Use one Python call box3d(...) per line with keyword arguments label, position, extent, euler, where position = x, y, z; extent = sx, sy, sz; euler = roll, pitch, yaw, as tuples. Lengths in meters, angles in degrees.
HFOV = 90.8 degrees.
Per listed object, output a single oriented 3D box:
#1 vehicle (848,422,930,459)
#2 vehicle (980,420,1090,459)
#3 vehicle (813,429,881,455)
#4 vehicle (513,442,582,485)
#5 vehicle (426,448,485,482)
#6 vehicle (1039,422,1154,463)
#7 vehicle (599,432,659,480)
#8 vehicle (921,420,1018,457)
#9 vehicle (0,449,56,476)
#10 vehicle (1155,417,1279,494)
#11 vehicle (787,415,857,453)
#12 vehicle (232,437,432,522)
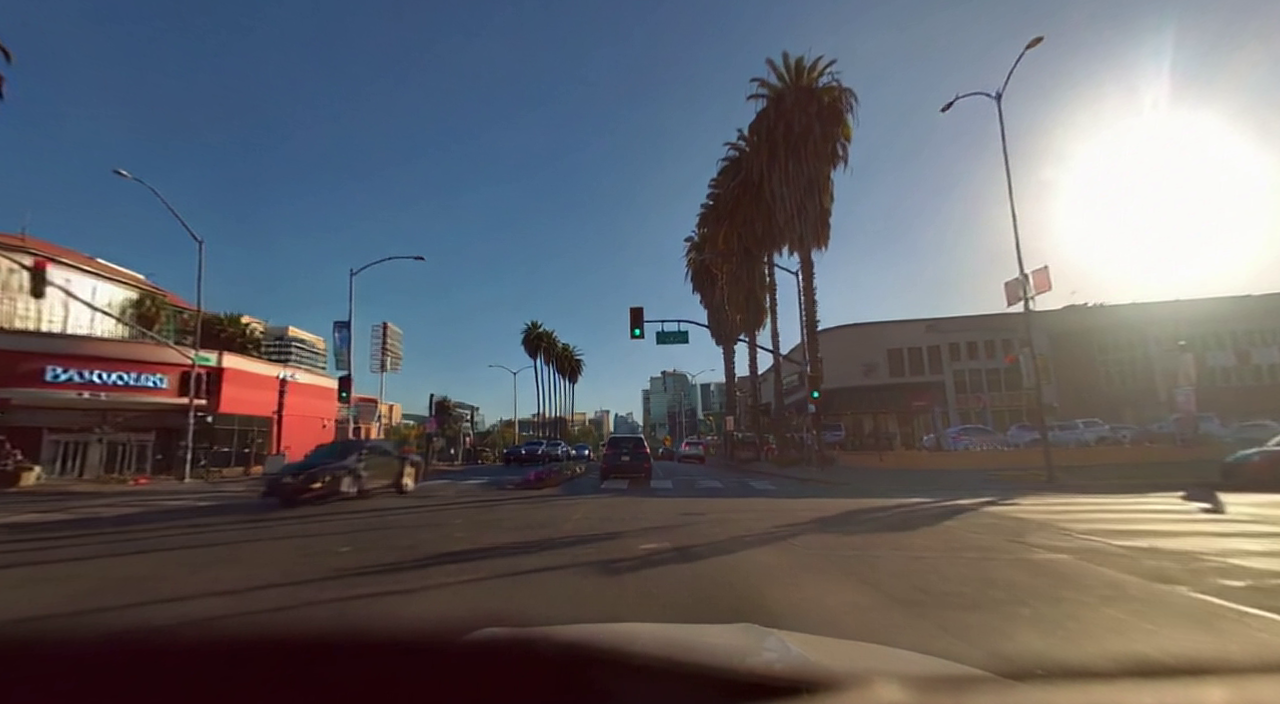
box3d(label="vehicle", position=(11.562, 4.188, 29.671), extent=(1.899, 1.550, 4.531), euler=(-1, -9, -1))
box3d(label="vehicle", position=(16.789, 3.771, 27.143), extent=(1.850, 1.509, 4.297), euler=(0, -9, -1))
box3d(label="vehicle", position=(11.486, 5.075, 35.356), extent=(2.598, 1.299, 3.611), euler=(-1, -10, 0))
box3d(label="vehicle", position=(-3.450, 4.251, 24.411), extent=(1.921, 1.491, 4.332), euler=(0, -9, 1))
box3d(label="vehicle", position=(-9.331, 5.734, 32.269), extent=(1.866, 1.541, 3.953), euler=(-2, -9, 0))
box3d(label="vehicle", position=(19.363, 3.818, 27.048), extent=(1.865, 1.473, 3.989), euler=(1, -5, -3))
box3d(label="vehicle", position=(-0.477, 4.316, 26.280), extent=(2.264, 1.798, 4.531), euler=(0, -9, -1))
box3d(label="vehicle", position=(14.258, 3.833, 27.664), extent=(1.797, 1.443, 4.451), euler=(-1, -9, -1))
box3d(label="vehicle", position=(-40.413, 7.202, 40.825), extent=(1.615, 1.455, 3.501), euler=(-8, -5, 27))
box3d(label="vehicle", position=(15.962, 2.514, 15.564), extent=(4.583, 1.741, 2.117), euler=(-1, -9, 1))
box3d(label="vehicle", position=(11.448, 5.300, 40.222), extent=(2.652, 2.045, 5.359), euler=(-3, -9, -1))
box3d(label="vehicle", position=(-6.373, 2.688, 13.863), extent=(2.032, 1.508, 4.661), euler=(0, -9, 0))
